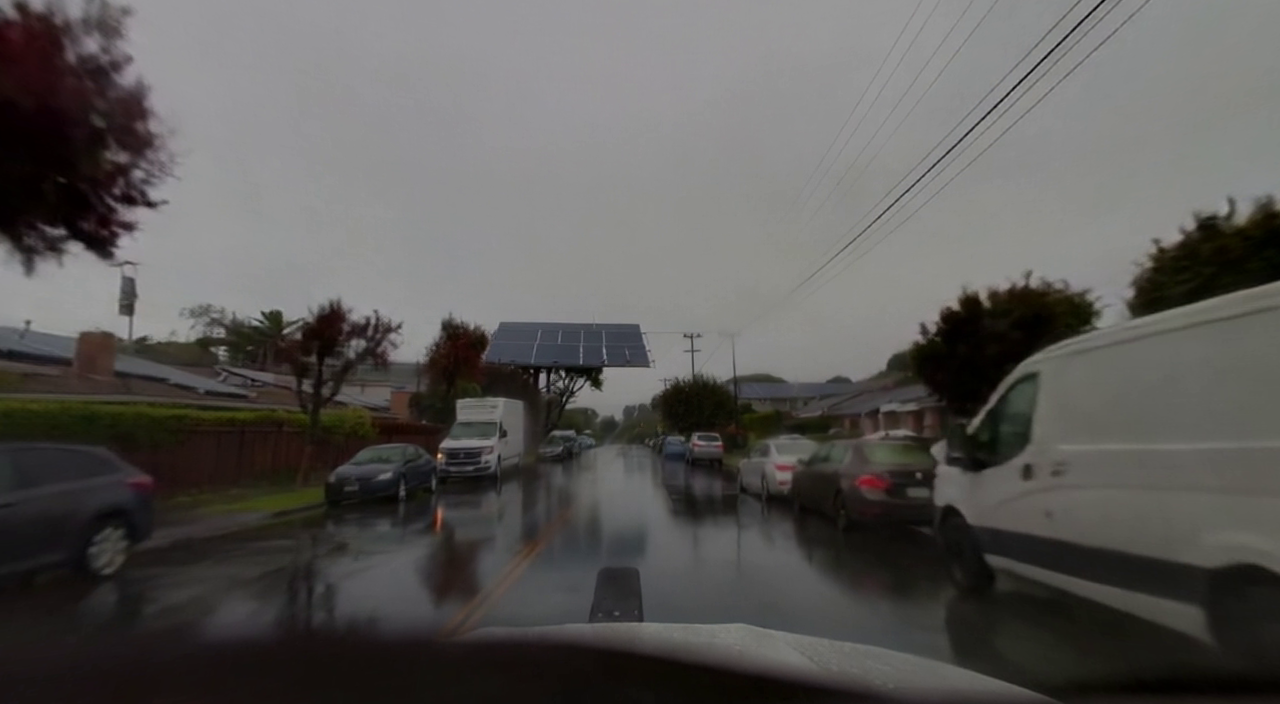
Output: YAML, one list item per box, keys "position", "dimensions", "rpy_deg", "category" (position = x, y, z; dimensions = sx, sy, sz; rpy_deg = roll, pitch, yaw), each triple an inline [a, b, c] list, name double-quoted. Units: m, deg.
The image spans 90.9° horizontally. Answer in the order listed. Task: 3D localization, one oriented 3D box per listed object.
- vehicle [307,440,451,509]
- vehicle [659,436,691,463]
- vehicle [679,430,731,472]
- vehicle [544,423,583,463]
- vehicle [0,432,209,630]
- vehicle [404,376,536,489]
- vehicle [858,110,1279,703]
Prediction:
- position: [-6.261, 2.934, 15.686]
  dimensions: [1.921, 1.470, 4.068]
  rpy_deg: [0, -8, -1]
  category: "vehicle"
- position: [2.492, 7.041, 45.724]
  dimensions: [1.918, 1.815, 4.400]
  rpy_deg: [0, -8, -1]
  category: "vehicle"
- position: [3.090, 4.795, 30.896]
  dimensions: [1.965, 1.855, 4.677]
  rpy_deg: [0, -8, -1]
  category: "vehicle"
- position: [-5.747, 6.899, 47.718]
  dimensions: [2.408, 2.782, 3.837]
  rpy_deg: [-3, -8, 1]
  category: "vehicle"
- position: [-6.028, 1.470, 5.174]
  dimensions: [1.818, 1.563, 4.483]
  rpy_deg: [-1, -9, 0]
  category: "vehicle"
- position: [-6.143, 3.121, 24.349]
  dimensions: [2.896, 3.648, 8.004]
  rpy_deg: [0, -8, -1]
  category: "vehicle"
- position: [3.398, 0.636, 4.123]
  dimensions: [2.215, 2.542, 4.550]
  rpy_deg: [-2, -7, 0]
  category: "vehicle"
